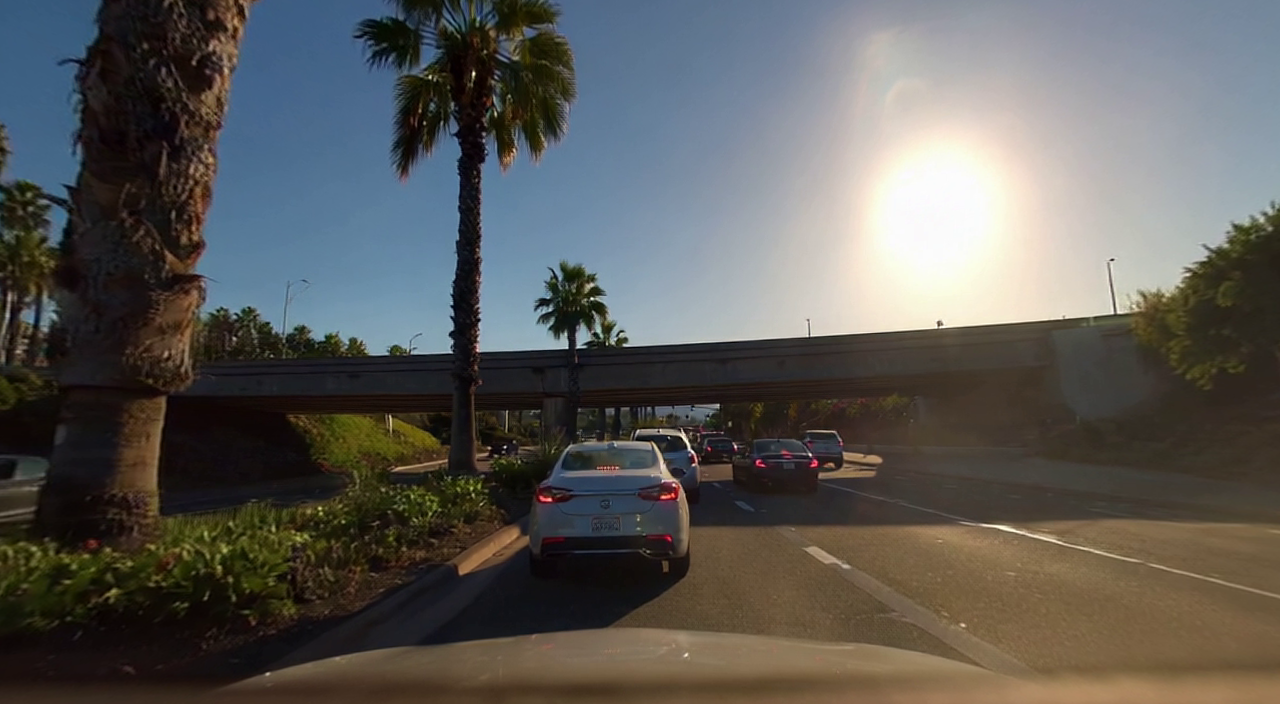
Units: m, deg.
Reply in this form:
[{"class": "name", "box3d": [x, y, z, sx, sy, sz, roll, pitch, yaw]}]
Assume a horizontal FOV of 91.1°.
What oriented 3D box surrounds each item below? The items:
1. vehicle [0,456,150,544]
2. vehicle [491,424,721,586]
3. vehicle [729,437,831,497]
[{"class": "vehicle", "box3d": [-12.285, 2.813, 12.166, 1.933, 1.486, 4.449, 0, -9, 0]}, {"class": "vehicle", "box3d": [-0.256, 1.750, 8.004, 2.172, 1.506, 4.018, 0, -9, 2]}, {"class": "vehicle", "box3d": [3.933, 3.313, 18.548, 2.034, 1.517, 4.840, 0, -9, 2]}]
